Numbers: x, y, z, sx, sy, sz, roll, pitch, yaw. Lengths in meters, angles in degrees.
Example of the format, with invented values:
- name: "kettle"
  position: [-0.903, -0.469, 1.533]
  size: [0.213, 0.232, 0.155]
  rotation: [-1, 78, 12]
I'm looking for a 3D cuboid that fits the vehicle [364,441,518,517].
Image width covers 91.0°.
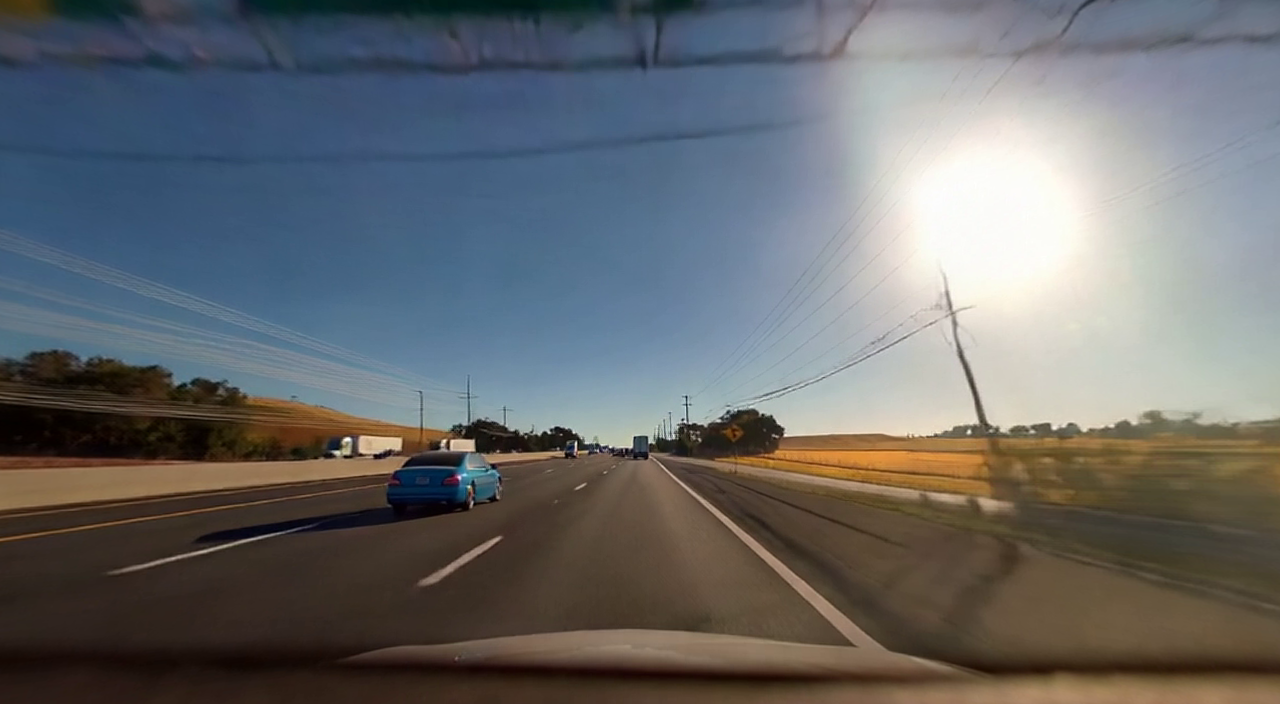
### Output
- name: "vehicle"
  position: [-4.408, 2.879, 14.818]
  size: [2.104, 1.501, 4.459]
  rotation: [0, -9, 1]
